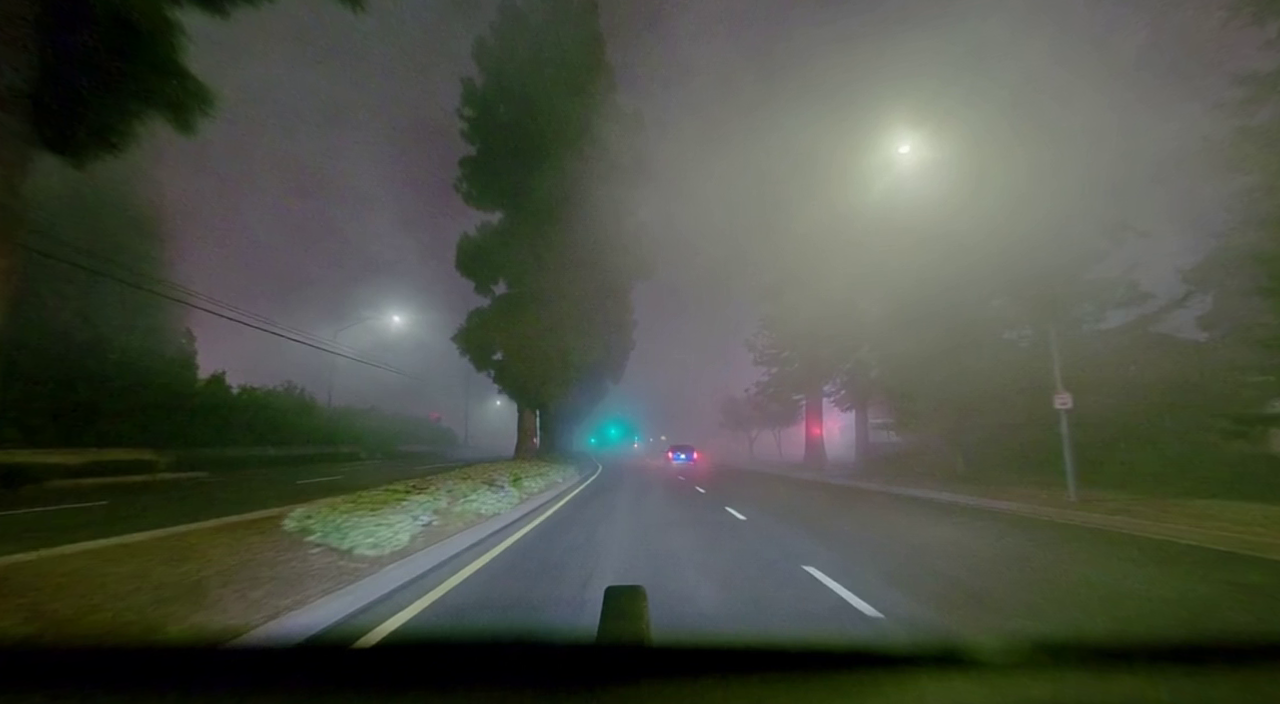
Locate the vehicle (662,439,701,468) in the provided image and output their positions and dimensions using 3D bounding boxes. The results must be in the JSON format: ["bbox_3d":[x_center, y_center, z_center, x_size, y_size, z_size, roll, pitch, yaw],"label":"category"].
[{"bbox_3d":[2.686,6.708,42.005,2.240,1.781,4.433,0,-8,-1],"label":"vehicle"}]
